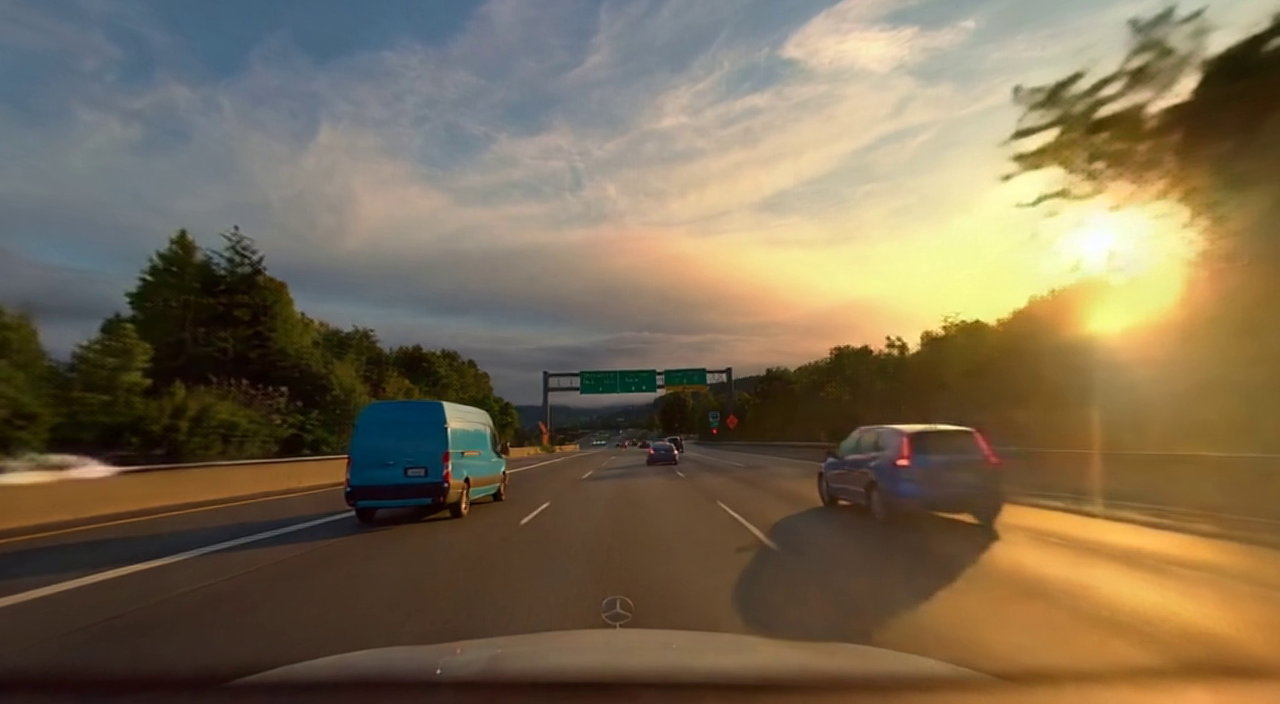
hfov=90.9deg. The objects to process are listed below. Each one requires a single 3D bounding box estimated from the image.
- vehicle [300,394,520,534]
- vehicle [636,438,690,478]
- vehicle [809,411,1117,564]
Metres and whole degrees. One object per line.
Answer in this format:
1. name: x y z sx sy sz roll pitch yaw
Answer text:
1. vehicle: -3.886 1.995 11.933 2.275 2.053 5.082 0 -8 -1
2. vehicle: 0.849 4.222 25.421 2.020 1.464 3.803 0 -8 0
3. vehicle: 4.113 1.767 9.135 1.996 1.638 4.496 0 -8 -1
